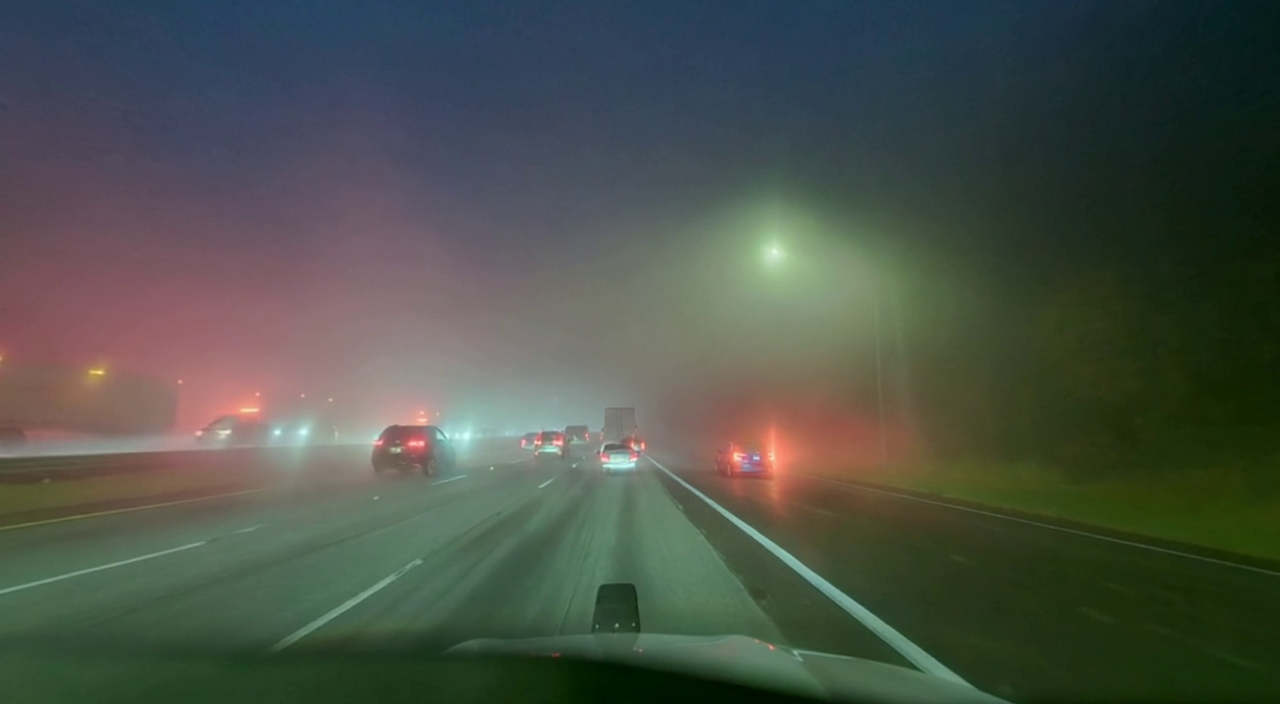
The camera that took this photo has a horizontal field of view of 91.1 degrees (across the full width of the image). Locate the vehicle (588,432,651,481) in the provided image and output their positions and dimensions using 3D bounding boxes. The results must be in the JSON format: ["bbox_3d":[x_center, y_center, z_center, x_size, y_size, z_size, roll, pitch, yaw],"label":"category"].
[{"bbox_3d":[-0.688,3.503,21.475,1.980,1.478,3.758,0,-8,-1],"label":"vehicle"}]

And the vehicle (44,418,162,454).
[{"bbox_3d":[-23.270,3.671,27.459,1.773,1.462,3.985,0,-8,-3],"label":"vehicle"}]

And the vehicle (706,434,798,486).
[{"bbox_3d":[3.503,3.433,20.525,1.981,1.474,4.396,0,-8,-3],"label":"vehicle"}]

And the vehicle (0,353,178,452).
[{"bbox_3d":[-27.671,2.476,28.752,2.852,4.024,14.120,0,-8,-2],"label":"vehicle"}]

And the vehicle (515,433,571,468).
[{"bbox_3d":[-4.515,4.653,30.022,2.046,1.493,4.384,0,-8,-1],"label":"vehicle"}]

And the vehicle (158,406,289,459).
[{"bbox_3d":[-15.220,2.995,23.314,1.919,1.761,4.413,0,-8,-2],"label":"vehicle"}]

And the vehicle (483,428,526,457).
[{"bbox_3d":[-9.017,6.085,42.297,1.992,1.838,4.493,0,-8,-1],"label":"vehicle"}]

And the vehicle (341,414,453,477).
[{"bbox_3d":[-8.343,3.260,22.159,2.158,1.943,4.662,0,-8,-1],"label":"vehicle"}]
